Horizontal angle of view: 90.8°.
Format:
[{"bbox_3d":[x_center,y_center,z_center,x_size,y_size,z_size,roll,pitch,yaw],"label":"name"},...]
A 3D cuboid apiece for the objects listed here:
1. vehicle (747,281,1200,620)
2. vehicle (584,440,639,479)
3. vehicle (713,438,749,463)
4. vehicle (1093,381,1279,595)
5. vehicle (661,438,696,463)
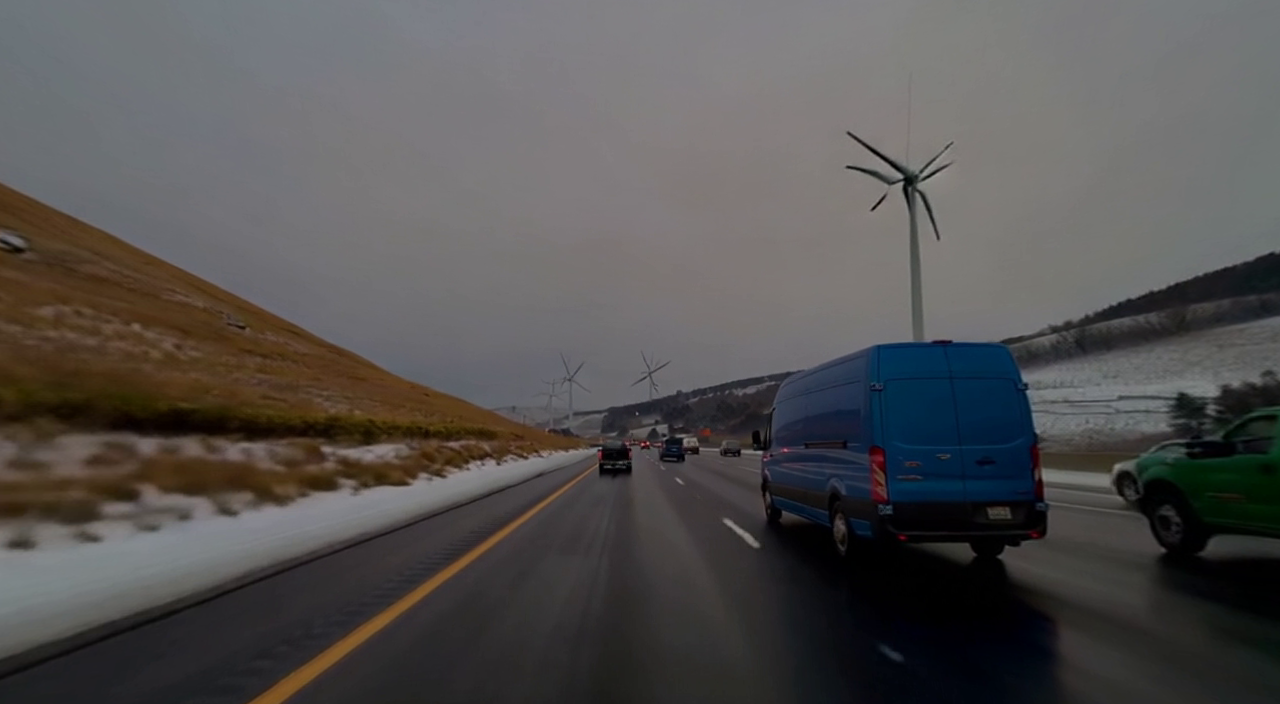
[{"bbox_3d":[3.033,1.143,7.801,2.365,2.630,5.754,0,-8,0],"label":"vehicle"},{"bbox_3d":[-1.079,4.309,25.634,2.082,1.445,3.826,0,-8,0],"label":"vehicle"},{"bbox_3d":[6.407,6.991,45.083,1.864,1.689,4.206,0,-8,-1],"label":"vehicle"},{"bbox_3d":[6.594,1.068,4.694,2.070,1.833,5.811,0,-8,-1],"label":"vehicle"},{"bbox_3d":[2.739,7.072,45.550,2.108,1.717,3.996,0,-8,-2],"label":"vehicle"}]
